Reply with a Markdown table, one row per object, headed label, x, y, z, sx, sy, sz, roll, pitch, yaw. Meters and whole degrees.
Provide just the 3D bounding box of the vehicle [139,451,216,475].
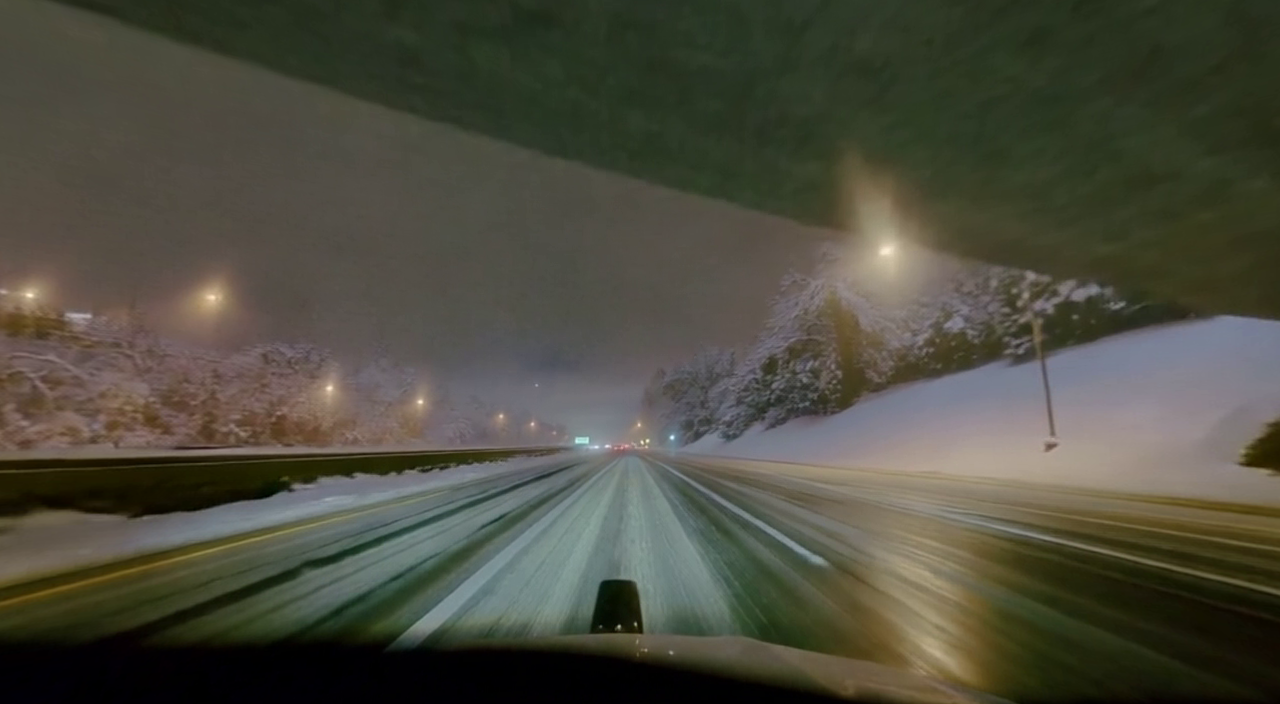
| label | x | y | z | sx | sy | sz | roll | pitch | yaw |
| --- | --- | --- | --- | --- | --- | --- | --- | --- | --- |
| vehicle | -31.932 | 7.637 | 43.841 | 1.831 | 1.519 | 4.814 | 0 | -9 | -2 |
